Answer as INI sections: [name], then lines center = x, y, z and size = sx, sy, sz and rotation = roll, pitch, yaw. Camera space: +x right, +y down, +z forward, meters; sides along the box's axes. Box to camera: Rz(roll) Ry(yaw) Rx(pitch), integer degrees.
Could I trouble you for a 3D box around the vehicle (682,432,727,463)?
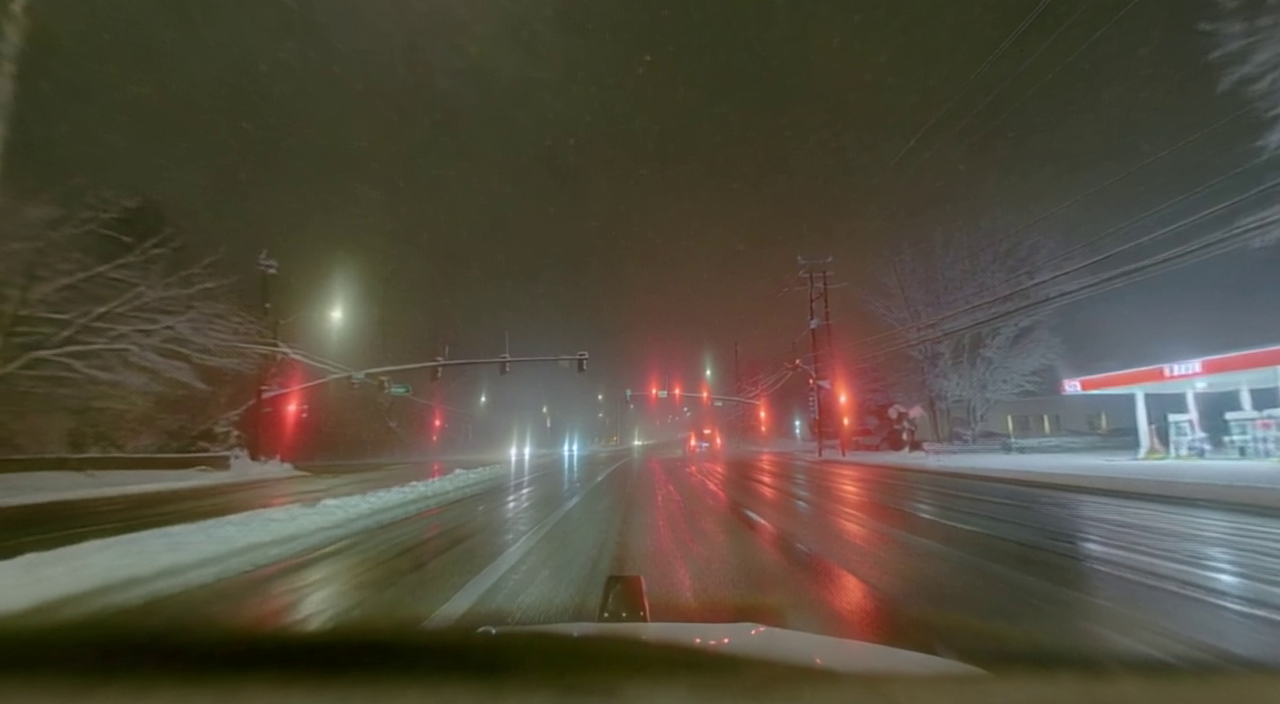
[vehicle]
center = 3.734, 5.598, 36.906
size = 2.090, 1.717, 4.063
rotation = 0, -8, -1
